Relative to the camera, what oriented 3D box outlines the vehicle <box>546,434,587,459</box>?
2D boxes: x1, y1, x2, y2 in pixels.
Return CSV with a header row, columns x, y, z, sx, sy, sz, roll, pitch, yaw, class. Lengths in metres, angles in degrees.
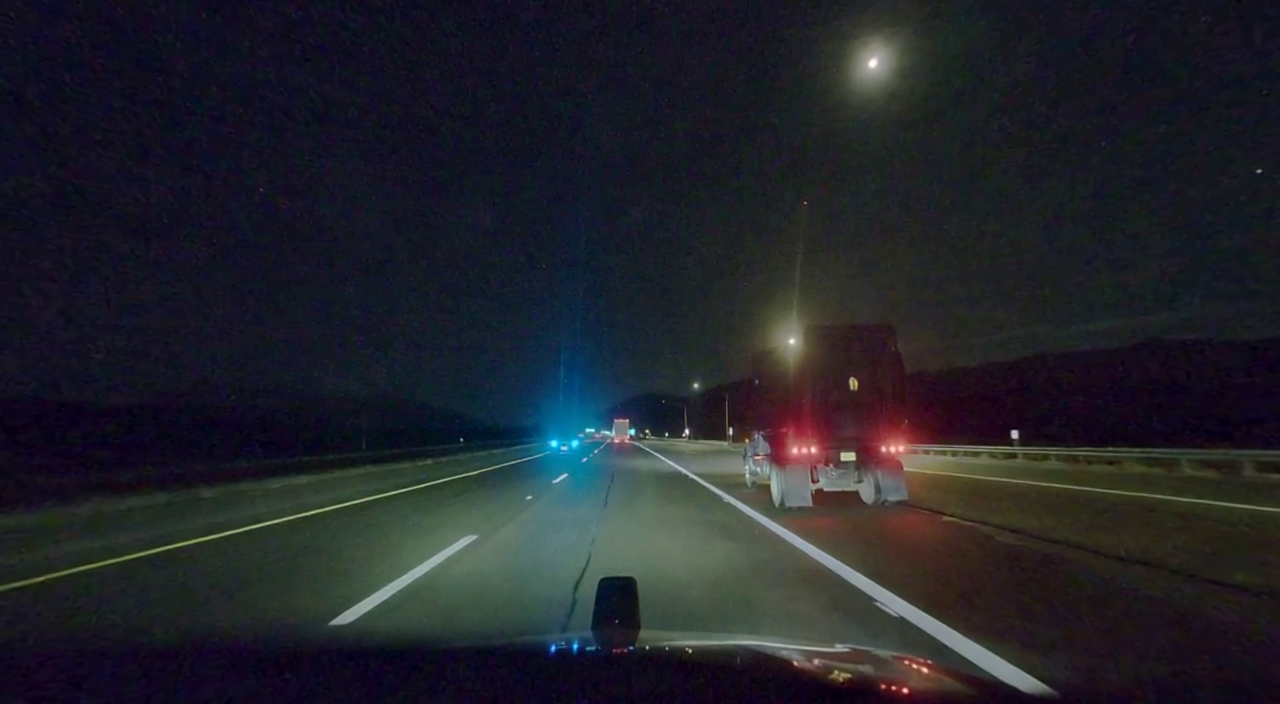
x,y,z,sx,sy,sz,roll,pitch,yaw,class
-4.716,6.123,41.207,2.302,1.523,4.383,0,-8,-2,vehicle
